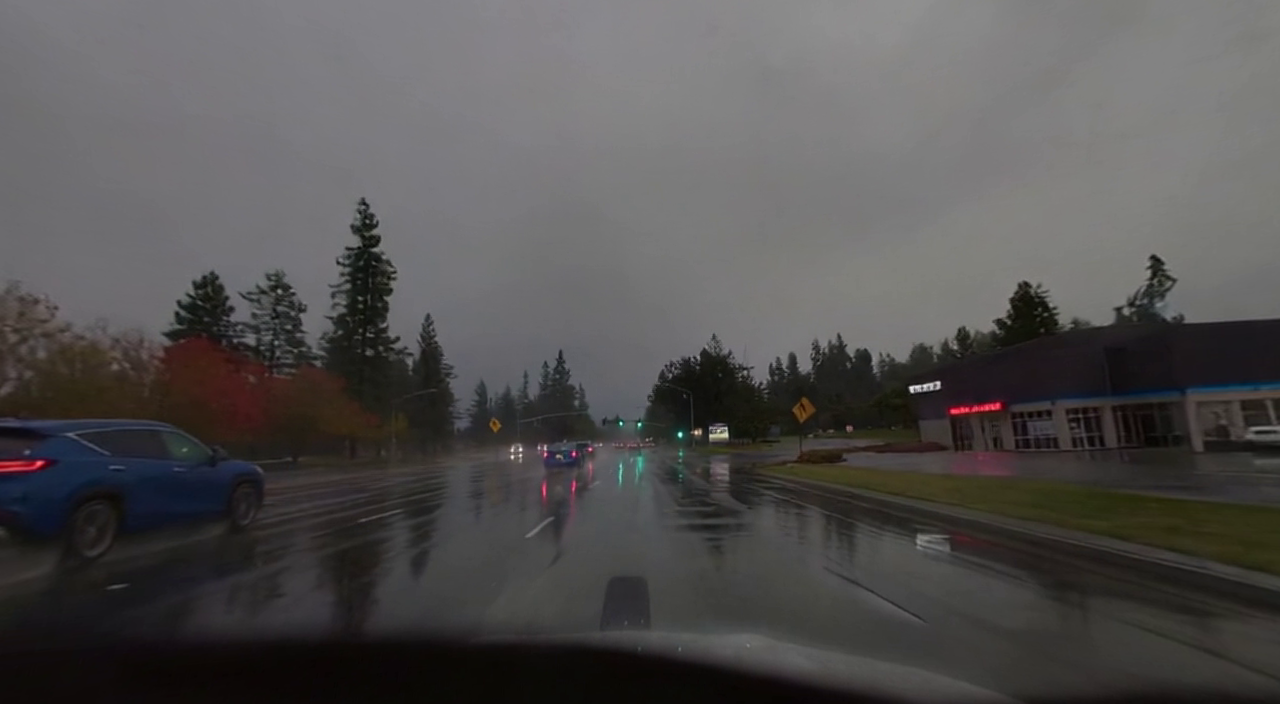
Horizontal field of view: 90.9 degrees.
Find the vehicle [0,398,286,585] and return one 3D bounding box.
[{"bbox_3d":[-6.911,1.625,8.076,2.043,1.726,4.472,0,-8,1],"label":"vehicle"}]

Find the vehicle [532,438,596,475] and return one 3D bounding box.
[{"bbox_3d":[-3.226,4.544,27.658,2.152,1.479,4.394,0,-9,1],"label":"vehicle"}]

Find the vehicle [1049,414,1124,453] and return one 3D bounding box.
[{"bbox_3d":[24.979,4.601,35.492,2.342,2.007,5.843,-3,-9,25],"label":"vehicle"}]
